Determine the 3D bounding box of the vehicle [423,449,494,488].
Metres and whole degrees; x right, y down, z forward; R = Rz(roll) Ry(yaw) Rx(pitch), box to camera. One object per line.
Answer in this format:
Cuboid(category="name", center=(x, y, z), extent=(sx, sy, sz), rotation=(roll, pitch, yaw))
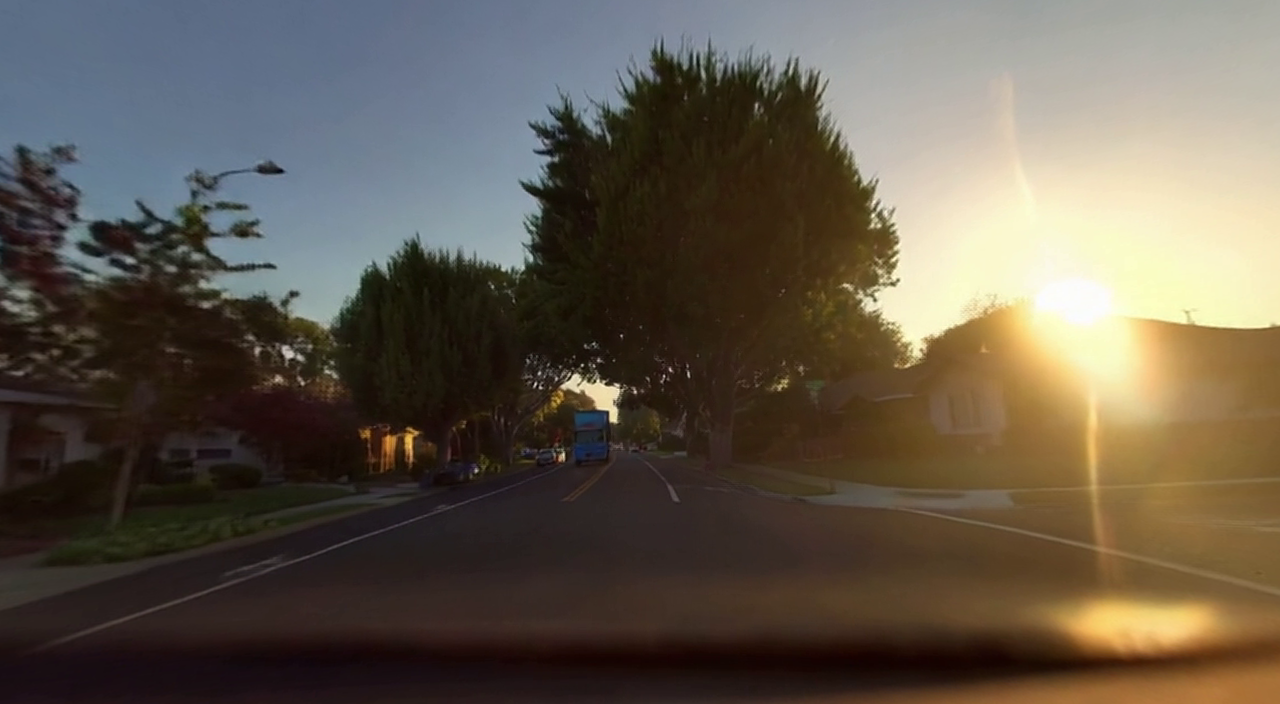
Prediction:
Cuboid(category="vehicle", center=(-8.906, 5.741, 31.498), extent=(2.119, 1.775, 4.643), rotation=(0, -9, 0))
